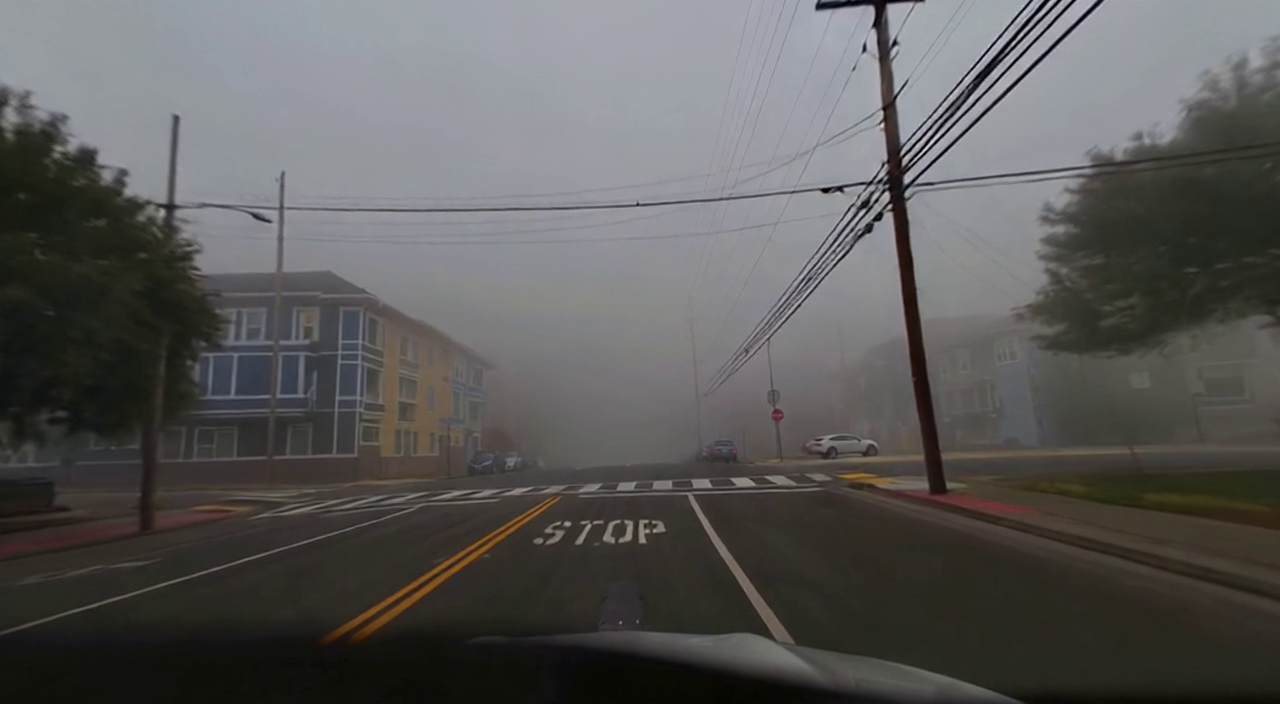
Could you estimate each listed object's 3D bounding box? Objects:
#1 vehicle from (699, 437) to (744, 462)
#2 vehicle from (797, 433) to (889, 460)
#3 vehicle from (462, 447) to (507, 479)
[{"bbox_3d":[5.314,6.440,41.726,2.059,1.502,4.824,0,-8,-4],"label":"vehicle"},{"bbox_3d":[11.178,5.195,34.887,4.336,1.424,1.954,1,-9,-10],"label":"vehicle"},{"bbox_3d":[-9.698,6.896,39.724,1.900,1.683,4.486,-5,-8,-4],"label":"vehicle"}]
